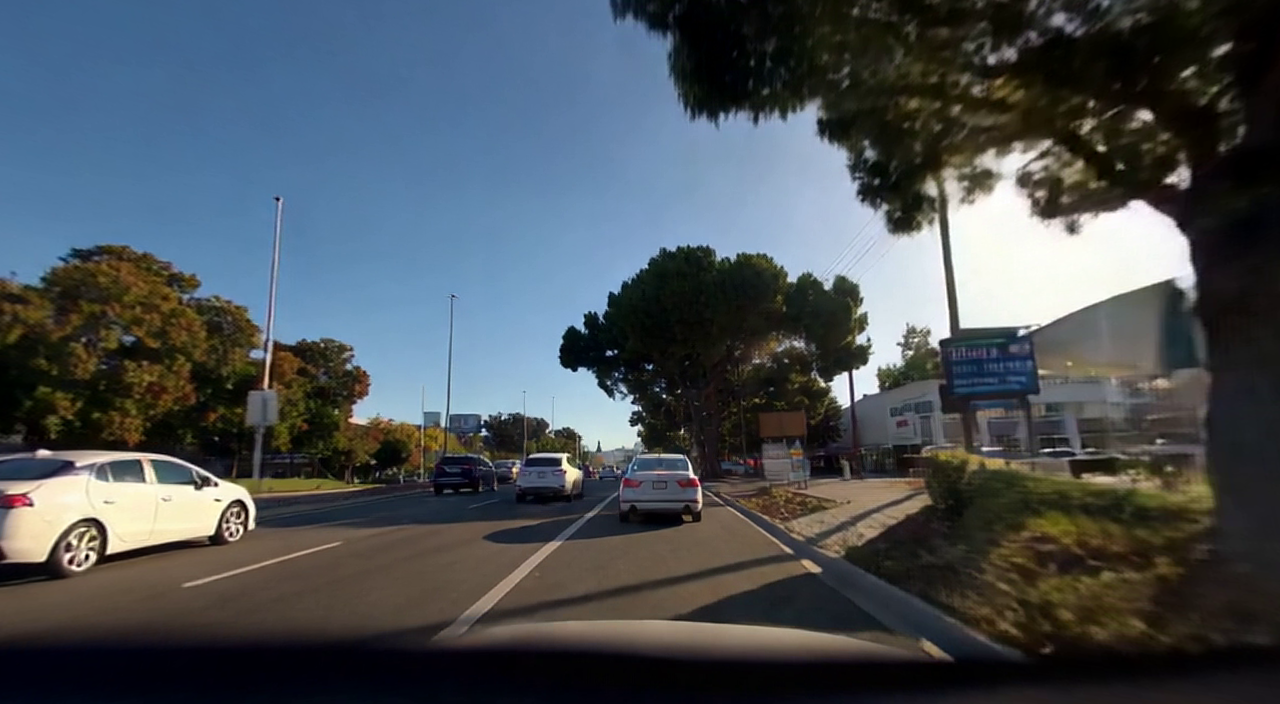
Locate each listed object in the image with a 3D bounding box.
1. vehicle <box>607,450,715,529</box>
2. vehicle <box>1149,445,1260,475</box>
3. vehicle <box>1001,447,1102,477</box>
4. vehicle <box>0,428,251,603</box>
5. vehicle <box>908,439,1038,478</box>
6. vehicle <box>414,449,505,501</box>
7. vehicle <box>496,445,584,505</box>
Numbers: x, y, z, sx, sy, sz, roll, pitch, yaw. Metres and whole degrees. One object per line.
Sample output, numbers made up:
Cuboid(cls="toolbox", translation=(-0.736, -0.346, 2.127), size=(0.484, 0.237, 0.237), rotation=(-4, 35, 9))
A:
Cuboid(cls="vehicle", translation=(0.449, 2.982, 14.286), size=(2.091, 1.494, 3.962), rotation=(0, -9, 1))
Cuboid(cls="vehicle", translation=(30.519, 5.798, 34.141), size=(1.757, 1.496, 4.200), rotation=(7, -11, -42))
Cuboid(cls="vehicle", translation=(22.458, 6.012, 34.436), size=(4.220, 1.550, 1.935), rotation=(-9, -13, 43))
Cuboid(cls="vehicle", translation=(-7.084, 1.800, 7.595), size=(1.968, 1.657, 4.230), rotation=(0, -9, 1))
Cuboid(cls="vehicle", translation=(18.220, 5.808, 34.672), size=(5.852, 1.962, 2.323), rotation=(-8, -12, 41))
Cuboid(cls="vehicle", translation=(-6.748, 4.601, 24.062), size=(2.032, 1.767, 4.549), rotation=(0, -9, 1))
Cuboid(cls="vehicle", translation=(-3.164, 3.992, 20.999), size=(2.055, 1.725, 4.732), rotation=(0, -9, 1))
